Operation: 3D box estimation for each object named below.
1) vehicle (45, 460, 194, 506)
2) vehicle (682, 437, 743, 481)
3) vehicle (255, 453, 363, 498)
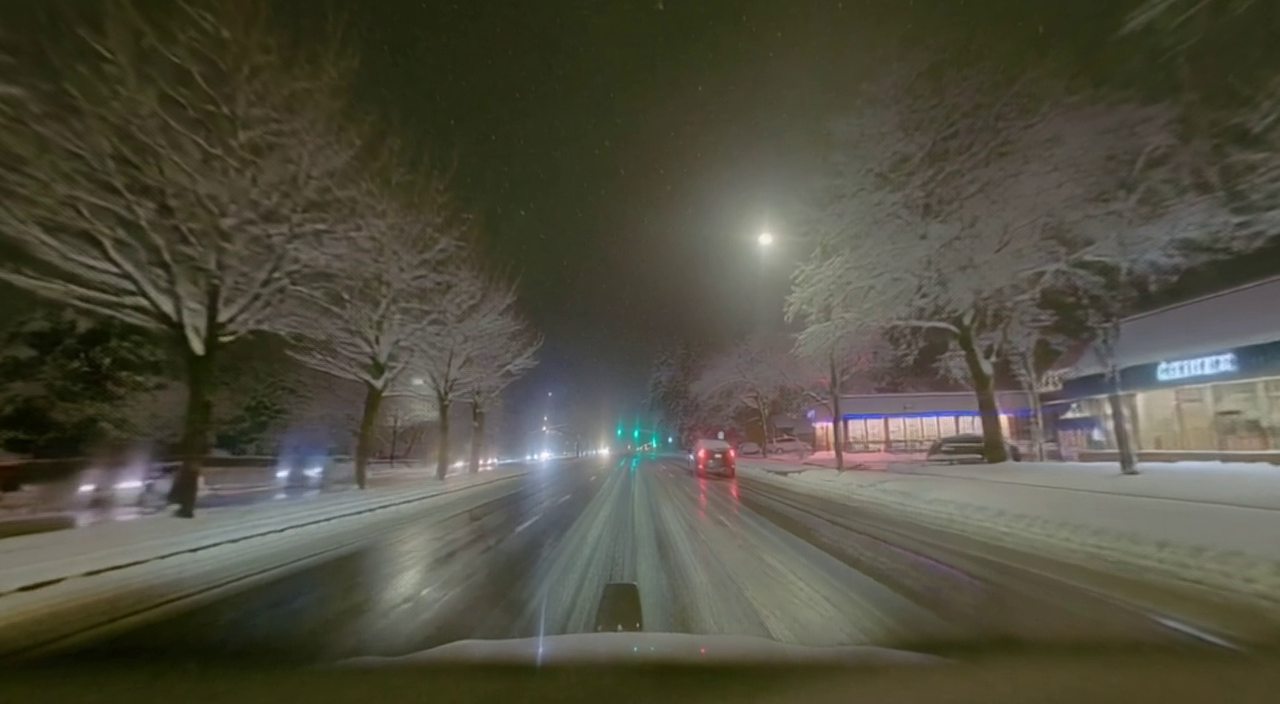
[{"bbox_3d":[-19.797,4.972,24.261,1.881,1.497,4.488,0,-8,0],"label":"vehicle"},{"bbox_3d":[3.093,4.663,27.696,2.083,1.743,4.354,0,-8,-1],"label":"vehicle"},{"bbox_3d":[-12.746,4.740,24.559,1.921,1.520,4.231,0,-8,-1],"label":"vehicle"}]
